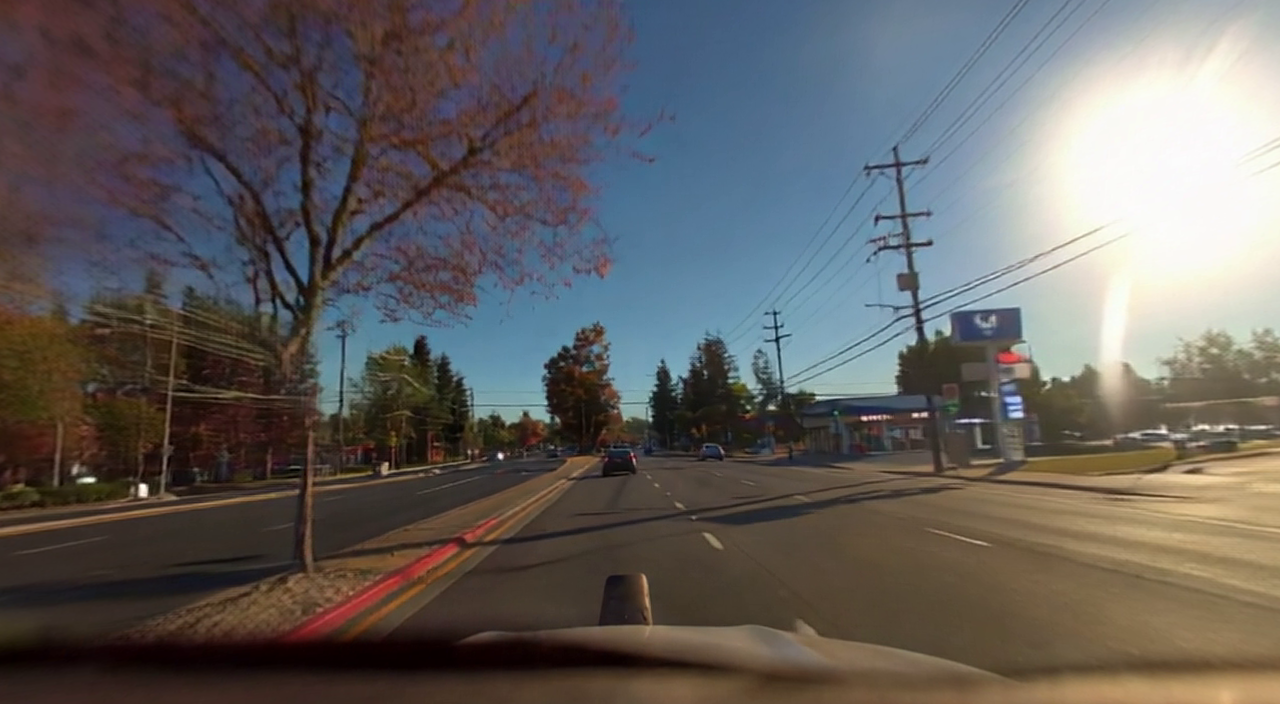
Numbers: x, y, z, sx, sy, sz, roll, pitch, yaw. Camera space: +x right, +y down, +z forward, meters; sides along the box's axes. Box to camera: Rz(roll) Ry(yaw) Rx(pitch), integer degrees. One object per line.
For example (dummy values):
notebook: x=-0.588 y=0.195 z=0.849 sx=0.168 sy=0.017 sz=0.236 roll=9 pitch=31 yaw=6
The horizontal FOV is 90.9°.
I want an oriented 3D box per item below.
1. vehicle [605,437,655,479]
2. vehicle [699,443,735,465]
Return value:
vehicle: x=-0.571 y=5.084 z=30.531 sx=2.141 sy=1.842 sz=4.889 roll=0 pitch=-8 yaw=-4
vehicle: x=5.318 y=7.070 z=43.849 sx=1.760 sy=1.481 sz=4.161 roll=0 pitch=-8 yaw=-3
